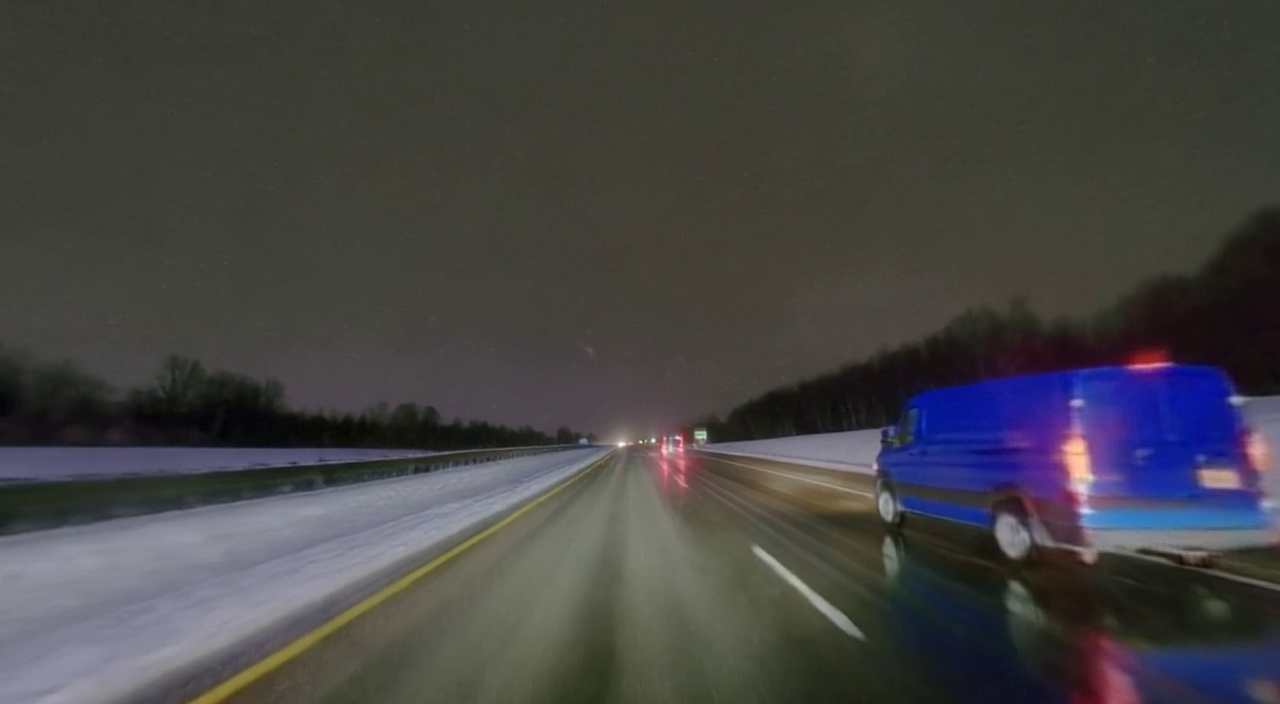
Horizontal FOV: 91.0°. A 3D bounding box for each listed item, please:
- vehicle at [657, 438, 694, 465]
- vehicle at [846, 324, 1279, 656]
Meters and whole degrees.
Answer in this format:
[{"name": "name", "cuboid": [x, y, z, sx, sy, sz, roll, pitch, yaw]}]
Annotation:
[{"name": "vehicle", "cuboid": [2.071, 5.936, 37.666, 2.005, 1.466, 3.739, -1, -8, 0]}, {"name": "vehicle", "cuboid": [4.030, 1.159, 6.310, 2.269, 2.048, 4.679, 0, -8, -1]}]
